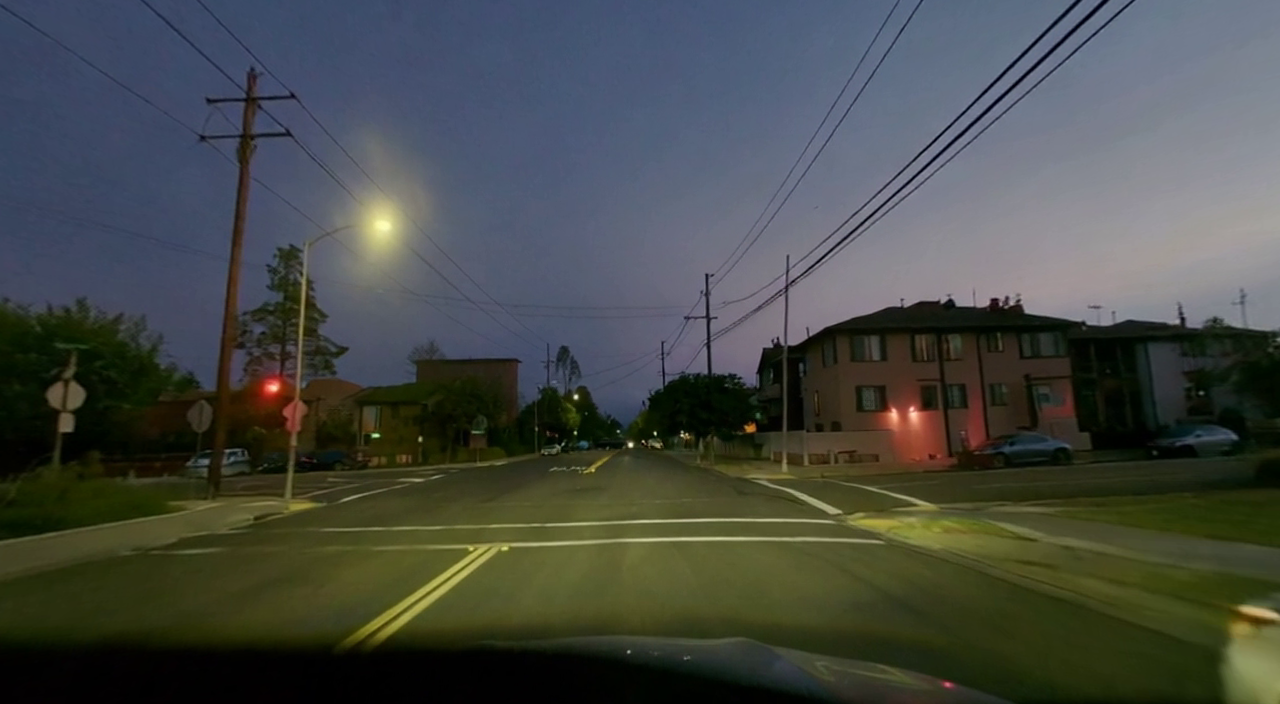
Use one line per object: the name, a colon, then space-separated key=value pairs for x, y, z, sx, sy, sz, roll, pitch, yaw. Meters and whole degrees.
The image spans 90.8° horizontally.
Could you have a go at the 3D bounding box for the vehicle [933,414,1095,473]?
vehicle: x=12.926 y=3.186 z=22.028 sx=4.375 sy=1.733 sz=1.953 roll=-2 pitch=-9 yaw=-5

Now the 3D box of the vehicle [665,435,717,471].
vehicle: x=2.373 y=4.893 z=30.652 sx=1.999 sy=1.604 sz=4.065 roll=0 pitch=-9 yaw=-3

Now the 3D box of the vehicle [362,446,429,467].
vehicle: x=-18.516 y=7.940 z=47.974 sx=1.835 sy=1.463 sz=4.469 roll=-4 pitch=-10 yaw=32

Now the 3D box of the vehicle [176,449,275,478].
vehicle: x=-25.061 y=6.729 z=38.392 sx=1.814 sy=1.462 sz=4.703 roll=-8 pitch=-10 yaw=30

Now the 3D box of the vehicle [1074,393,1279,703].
vehicle: x=3.088 y=0.653 z=0.465 sx=2.053 sy=1.501 sz=4.765 roll=0 pitch=-9 yaw=-2

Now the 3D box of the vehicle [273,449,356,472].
vehicle: x=-22.009 y=7.329 z=42.875 sx=1.797 sy=1.446 sz=4.694 roll=-4 pitch=-10 yaw=30
